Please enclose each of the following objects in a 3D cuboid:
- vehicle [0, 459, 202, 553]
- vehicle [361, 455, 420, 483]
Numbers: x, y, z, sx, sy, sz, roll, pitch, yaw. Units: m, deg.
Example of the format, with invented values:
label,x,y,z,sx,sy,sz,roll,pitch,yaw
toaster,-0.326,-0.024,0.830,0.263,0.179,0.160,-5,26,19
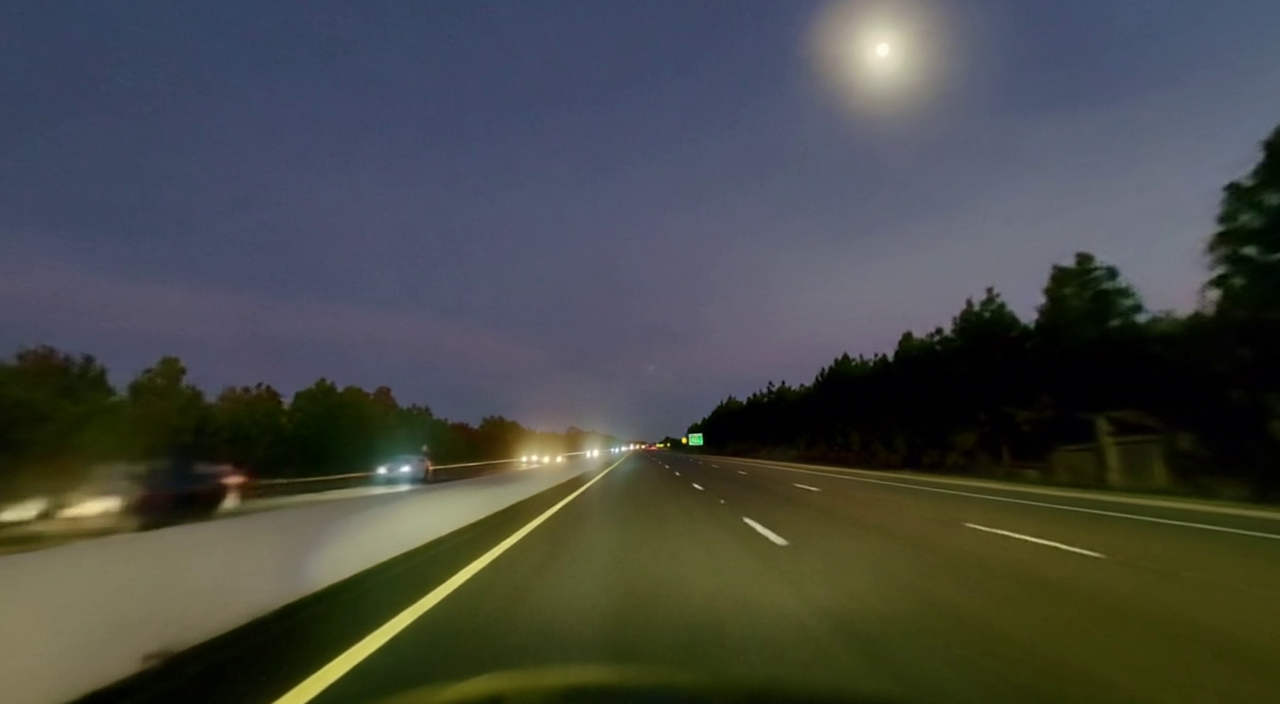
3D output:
label,x,y,z,sx,sy,sz,roll,pitch,yaw
vehicle,-12.107,3.201,13.771,1.965,1.625,4.322,0,-9,0
vehicle,-16.664,7.809,42.442,2.072,1.695,4.554,0,-9,0
